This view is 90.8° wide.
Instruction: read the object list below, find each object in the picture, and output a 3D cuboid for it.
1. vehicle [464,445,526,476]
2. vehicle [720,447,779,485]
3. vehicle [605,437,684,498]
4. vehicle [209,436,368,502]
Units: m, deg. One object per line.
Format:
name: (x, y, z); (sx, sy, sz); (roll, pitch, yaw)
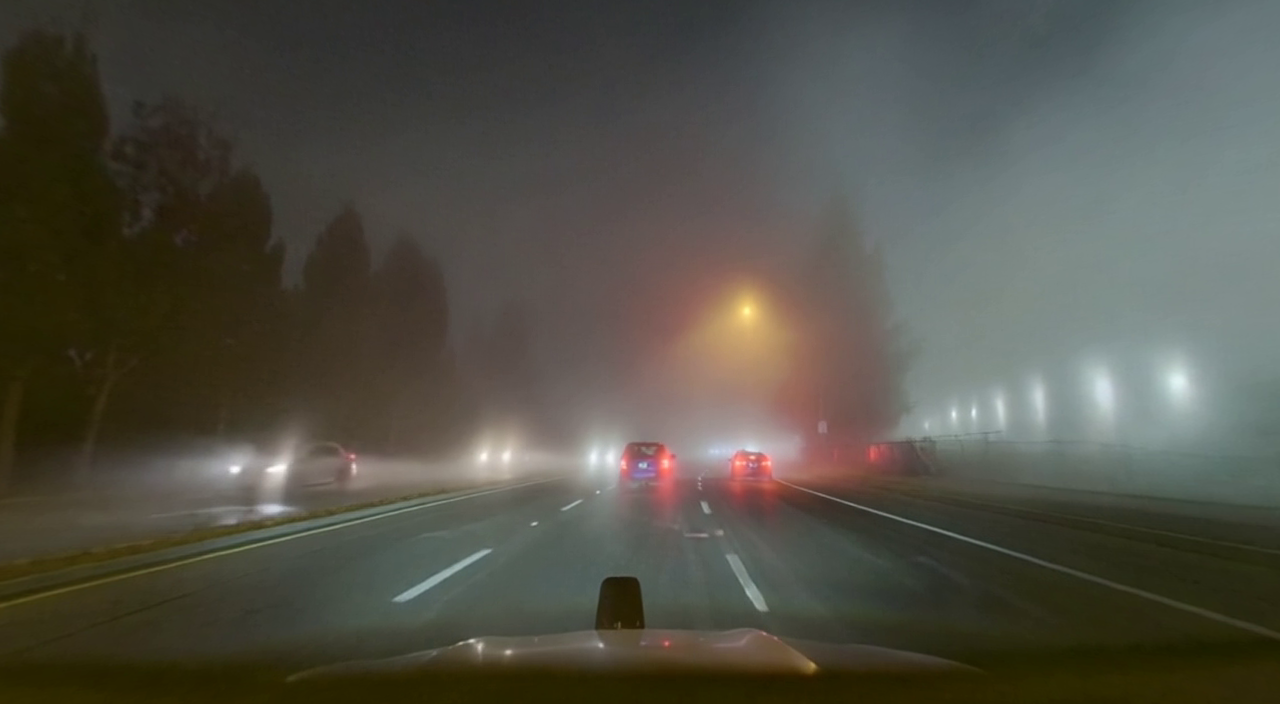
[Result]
vehicle: (-8.892, 6.679, 39.179); (2.329, 1.757, 4.464); (-1, -9, 7)
vehicle: (4.584, 4.825, 26.989); (2.147, 1.474, 4.083); (-1, -9, 6)
vehicle: (0.277, 3.542, 19.803); (2.105, 1.676, 4.541); (-1, -9, 5)
vehicle: (-10.733, 3.589, 19.790); (2.034, 1.791, 4.582); (-1, -9, 5)
